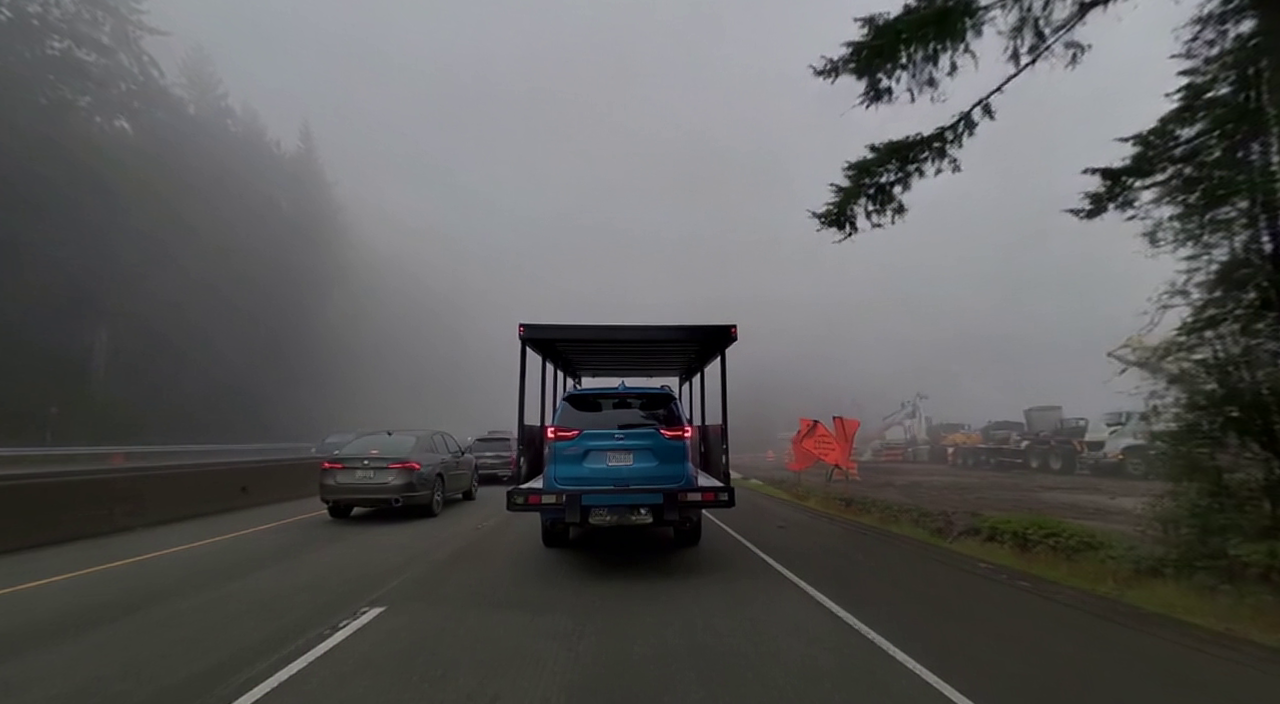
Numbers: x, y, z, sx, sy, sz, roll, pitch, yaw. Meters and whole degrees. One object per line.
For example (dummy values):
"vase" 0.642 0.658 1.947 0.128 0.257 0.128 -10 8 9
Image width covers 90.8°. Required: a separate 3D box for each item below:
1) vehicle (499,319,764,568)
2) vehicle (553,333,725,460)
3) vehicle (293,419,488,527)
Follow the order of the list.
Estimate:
"vehicle" -0.300 1.708 11.863 2.735 2.597 10.435 0 -9 -2
"vehicle" -0.136 0.909 10.345 2.156 1.604 4.680 0 -9 -3
"vehicle" -4.438 2.226 12.177 2.057 1.665 4.572 0 -9 -3
